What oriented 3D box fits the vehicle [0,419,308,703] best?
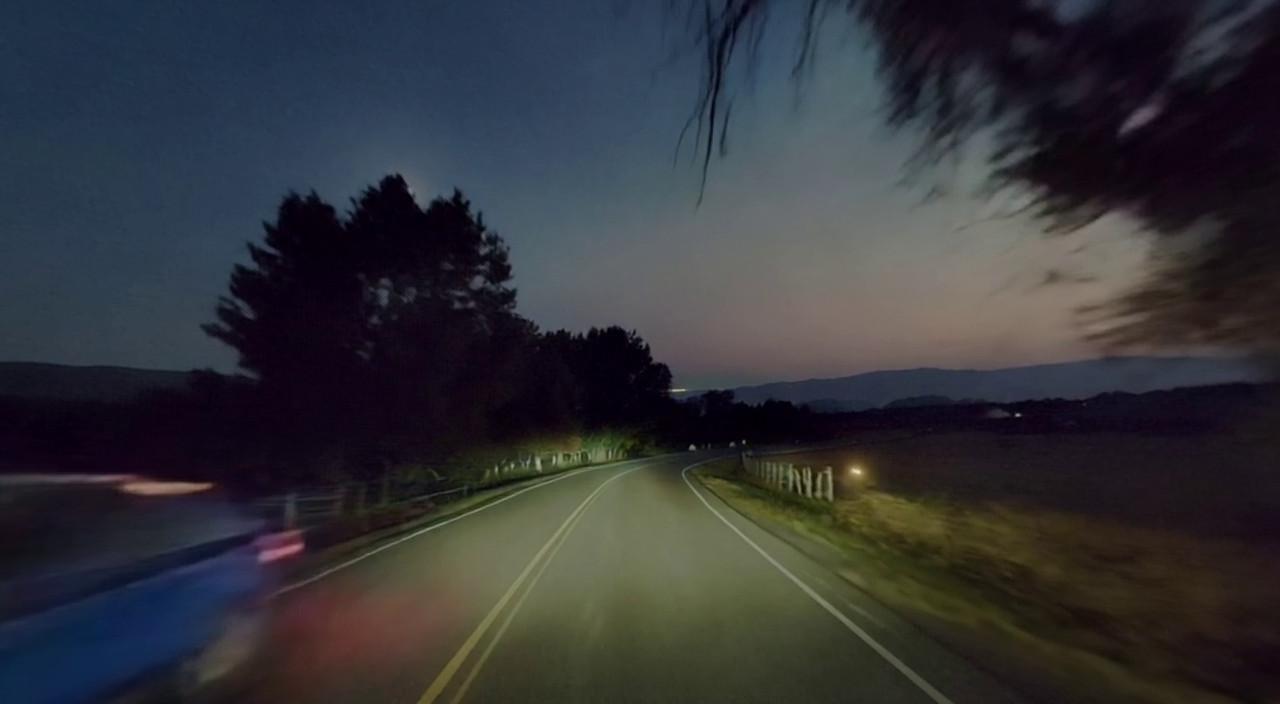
[{"bbox_3d":[-2.708,0.904,1.368,1.987,1.521,3.649,0,-8,0],"label":"vehicle"}]
